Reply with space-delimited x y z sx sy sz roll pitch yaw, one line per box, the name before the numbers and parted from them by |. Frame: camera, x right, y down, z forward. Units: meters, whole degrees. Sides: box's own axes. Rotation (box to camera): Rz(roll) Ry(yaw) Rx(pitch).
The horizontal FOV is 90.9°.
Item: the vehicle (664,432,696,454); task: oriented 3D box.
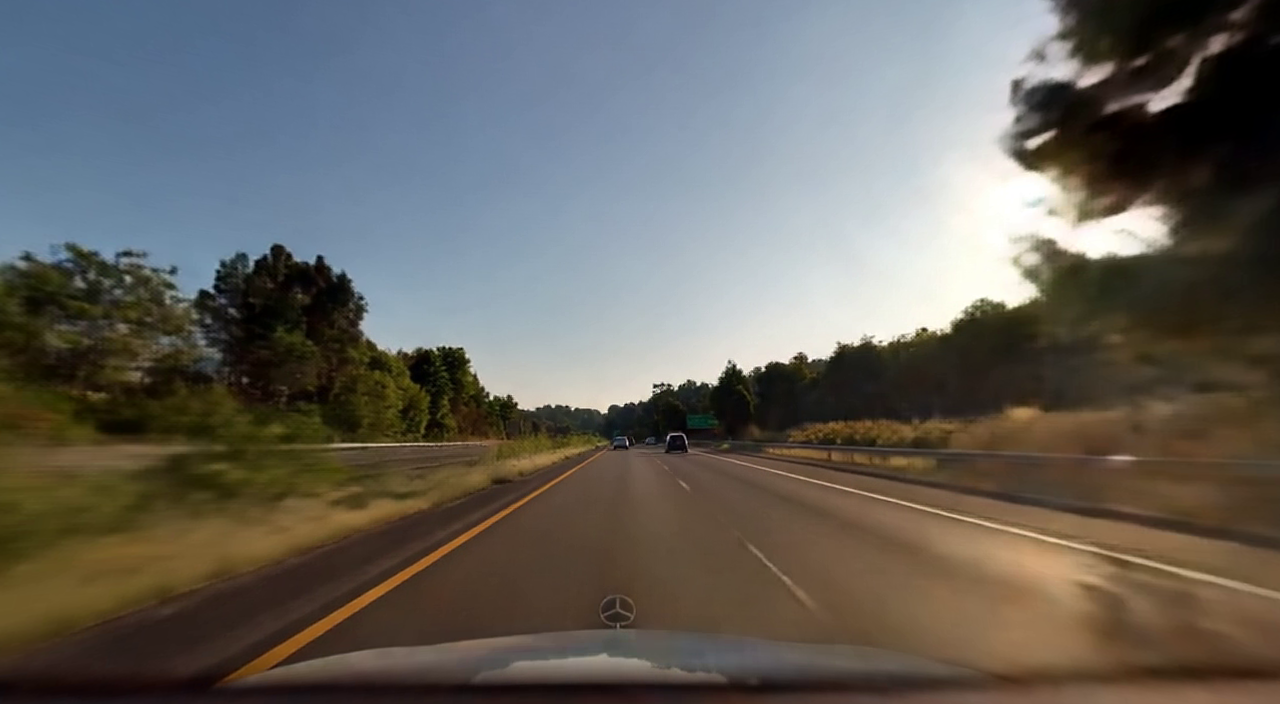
vehicle | 3.087 7.159 49.882 2.085 1.681 4.436 0 -7 -2
